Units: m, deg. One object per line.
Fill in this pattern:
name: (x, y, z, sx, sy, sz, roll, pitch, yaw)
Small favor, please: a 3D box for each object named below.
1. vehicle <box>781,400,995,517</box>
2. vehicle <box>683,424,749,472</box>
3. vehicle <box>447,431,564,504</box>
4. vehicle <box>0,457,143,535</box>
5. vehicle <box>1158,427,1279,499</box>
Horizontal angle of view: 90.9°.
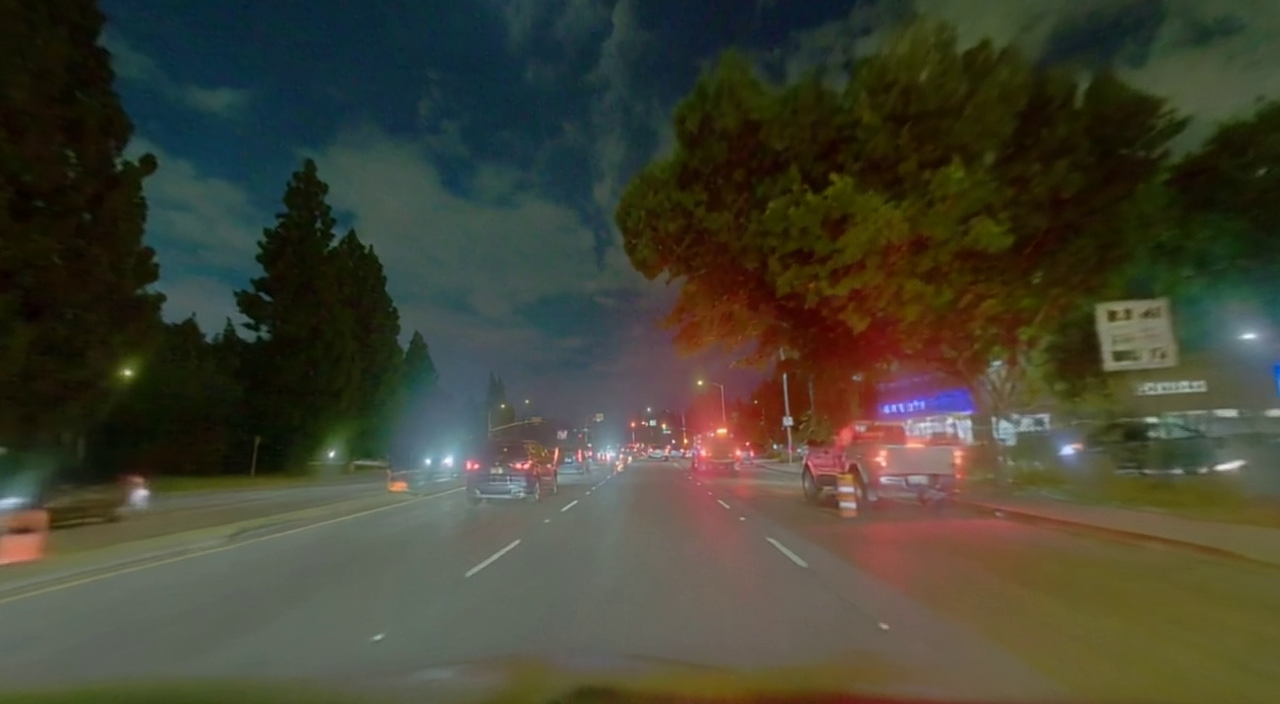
vehicle: (5.515, 2.552, 15.560, 2.653, 2.231, 6.793, 0, -9, 1)
vehicle: (4.253, 5.641, 37.134, 2.760, 2.465, 7.936, 0, -9, -1)
vehicle: (-3.400, 3.024, 16.916, 2.038, 1.682, 4.399, 0, -9, 1)
vehicle: (-14.324, 3.267, 14.639, 1.826, 1.553, 4.293, -1, -9, 4)
vehicle: (14.016, 2.338, 13.323, 1.969, 1.457, 4.719, 0, -8, -2)
